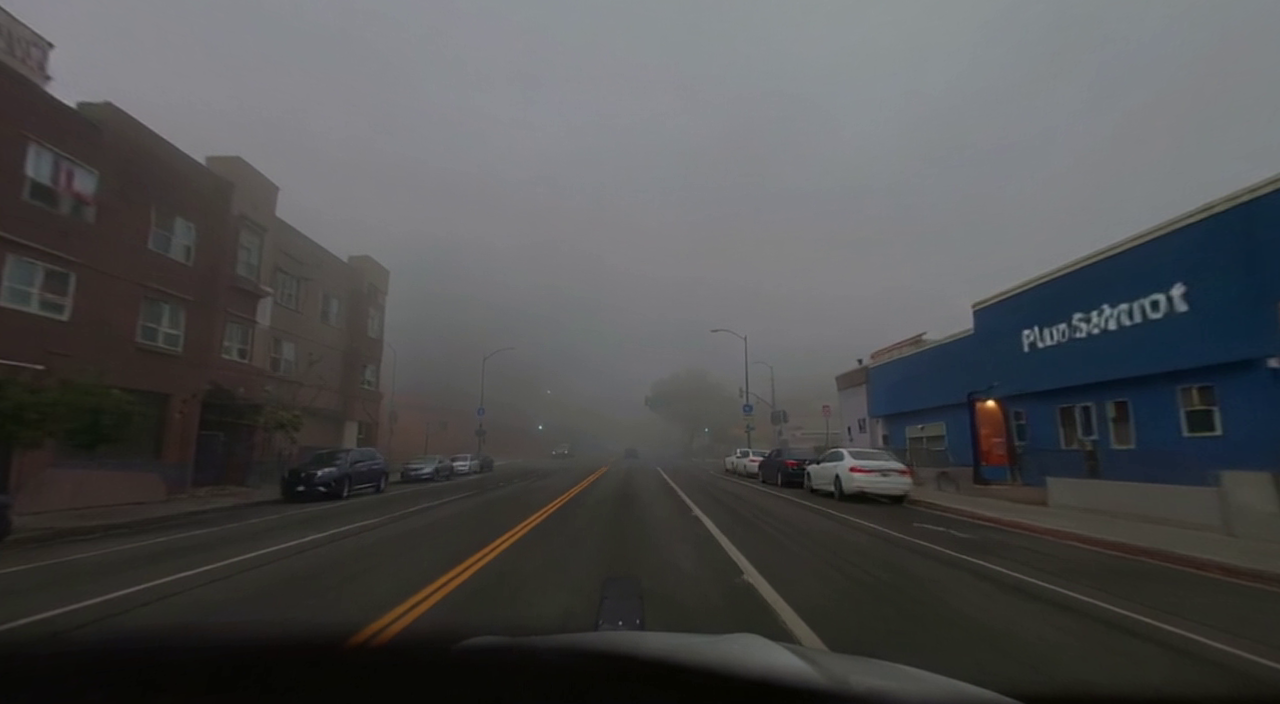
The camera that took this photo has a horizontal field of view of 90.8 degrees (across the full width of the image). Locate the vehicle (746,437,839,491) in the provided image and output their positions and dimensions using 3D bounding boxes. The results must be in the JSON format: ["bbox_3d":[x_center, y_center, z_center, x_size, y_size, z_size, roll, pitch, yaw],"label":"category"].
[{"bbox_3d":[5.714,4.247,24.430,2.227,1.811,5.172,0,-8,-1],"label":"vehicle"}]

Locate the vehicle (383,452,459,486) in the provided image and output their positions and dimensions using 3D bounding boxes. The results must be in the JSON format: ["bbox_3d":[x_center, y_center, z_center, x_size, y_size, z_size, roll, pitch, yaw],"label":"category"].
[{"bbox_3d":[-10.210,5.466,29.823,1.953,1.387,4.529,-1,-8,0],"label":"vehicle"}]

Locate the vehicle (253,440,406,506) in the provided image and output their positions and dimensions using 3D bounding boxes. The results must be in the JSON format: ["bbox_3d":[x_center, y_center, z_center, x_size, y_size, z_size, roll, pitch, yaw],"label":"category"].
[{"bbox_3d":[-9.897,3.852,20.808,2.228,1.863,5.407,-1,-8,1],"label":"vehicle"}]

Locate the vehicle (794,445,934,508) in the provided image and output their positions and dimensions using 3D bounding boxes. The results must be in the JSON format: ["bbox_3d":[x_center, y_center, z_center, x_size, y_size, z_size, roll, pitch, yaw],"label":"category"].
[{"bbox_3d":[6.118,3.428,18.040,2.038,1.482,4.994,0,-8,-2],"label":"vehicle"}]
